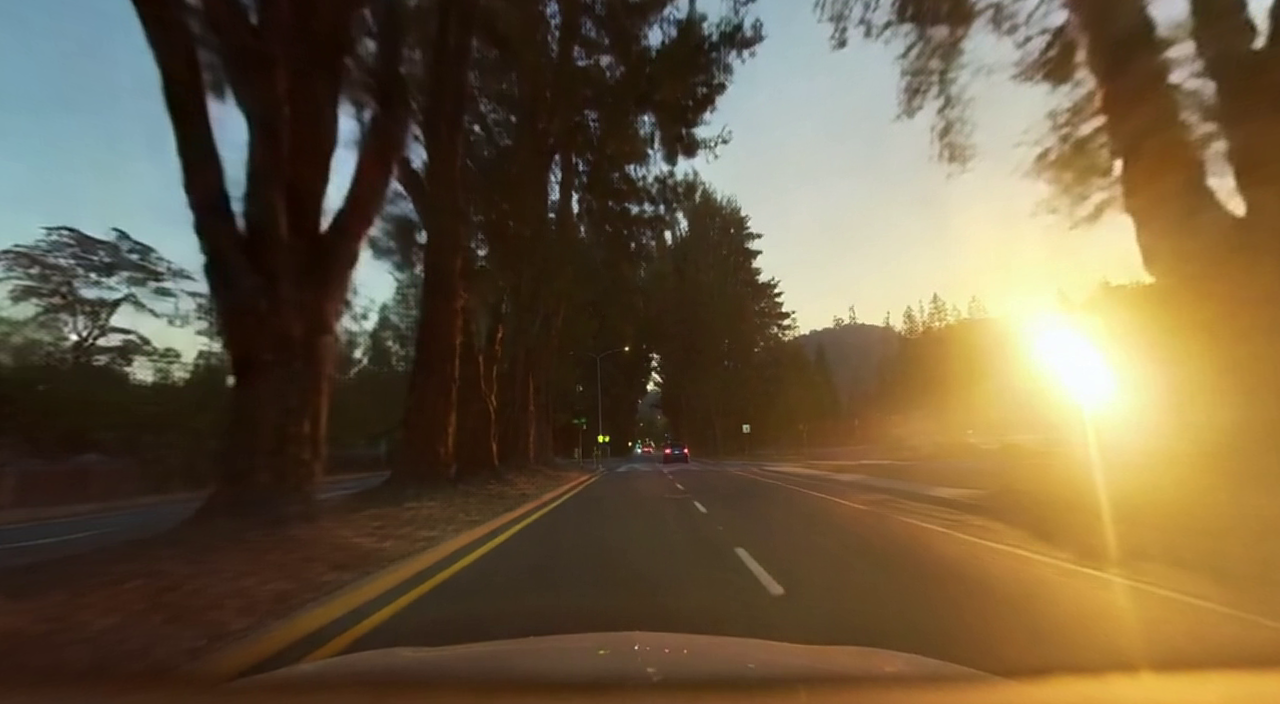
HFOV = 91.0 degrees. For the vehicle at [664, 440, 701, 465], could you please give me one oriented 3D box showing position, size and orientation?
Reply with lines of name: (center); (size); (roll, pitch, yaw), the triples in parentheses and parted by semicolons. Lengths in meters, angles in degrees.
vehicle: (2.725, 6.545, 41.145); (2.044, 1.537, 4.528); (0, -8, -1)
